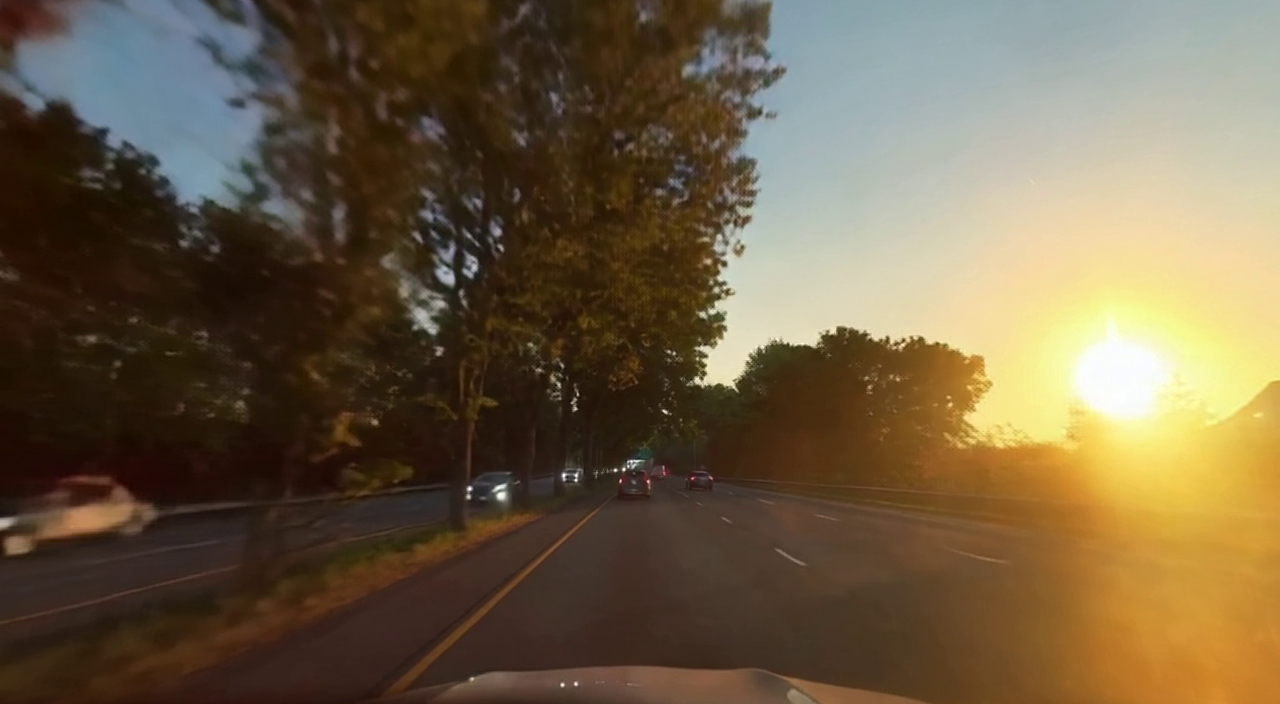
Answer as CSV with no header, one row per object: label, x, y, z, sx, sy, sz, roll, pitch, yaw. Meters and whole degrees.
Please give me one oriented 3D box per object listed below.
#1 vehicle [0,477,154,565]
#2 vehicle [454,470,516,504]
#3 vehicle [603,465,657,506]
vehicle,-12.223,3.239,12.369,1.909,1.445,4.225,1,-10,1
vehicle,-7.581,6.612,31.219,1.872,1.487,4.411,0,-10,1
vehicle,-0.391,5.417,25.827,2.060,1.473,3.726,1,-10,0
